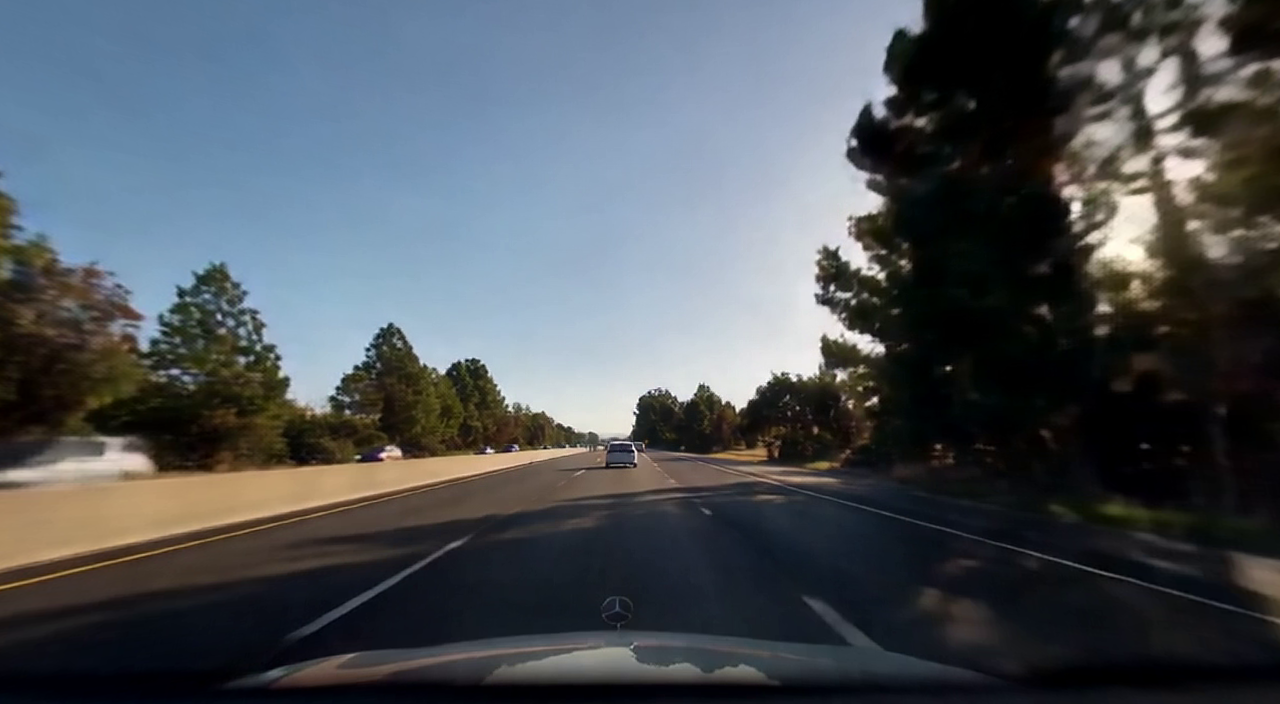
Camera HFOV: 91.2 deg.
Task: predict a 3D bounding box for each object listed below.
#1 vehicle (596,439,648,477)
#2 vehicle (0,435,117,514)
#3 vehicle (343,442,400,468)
[{"bbox_3d":[-0.763,4.639,27.643,2.095,1.537,4.017,0,-9,-1],"label":"vehicle"},{"bbox_3d":[-13.287,2.469,12.730,1.869,1.513,4.031,0,-9,-1],"label":"vehicle"},{"bbox_3d":[-17.879,6.885,41.939,1.919,1.589,4.272,0,-9,-1],"label":"vehicle"}]
